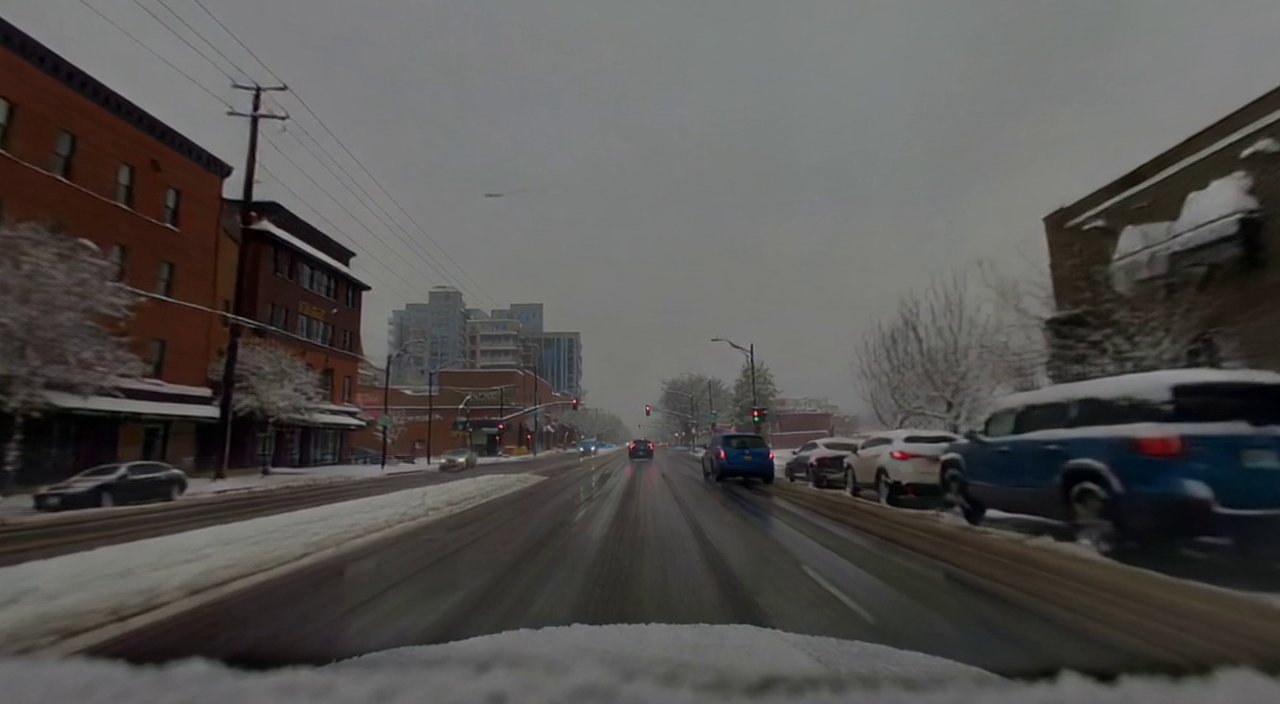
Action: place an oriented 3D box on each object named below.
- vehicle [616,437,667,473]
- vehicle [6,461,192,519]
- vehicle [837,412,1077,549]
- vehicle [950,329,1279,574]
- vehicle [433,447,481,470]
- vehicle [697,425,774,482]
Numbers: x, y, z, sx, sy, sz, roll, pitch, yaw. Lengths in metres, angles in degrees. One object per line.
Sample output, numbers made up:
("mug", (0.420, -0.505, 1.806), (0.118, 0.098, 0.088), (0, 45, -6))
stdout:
("vehicle", (0.077, 4.920, 30.219), (2.245, 1.587, 4.094), (0, -8, 1))
("vehicle", (-17.432, 4.424, 20.709), (1.924, 1.558, 4.620), (0, -9, 1))
("vehicle", (6.859, 2.680, 14.880), (2.440, 2.204, 6.276), (-7, -5, 2))
("vehicle", (6.694, 1.254, 8.398), (2.396, 2.218, 5.242), (-1, -8, 0))
("vehicle", (-12.552, 7.294, 43.449), (2.023, 1.496, 4.529), (0, -9, -1))
("vehicle", (3.522, 3.860, 24.244), (2.159, 1.938, 4.836), (0, -9, 0))
